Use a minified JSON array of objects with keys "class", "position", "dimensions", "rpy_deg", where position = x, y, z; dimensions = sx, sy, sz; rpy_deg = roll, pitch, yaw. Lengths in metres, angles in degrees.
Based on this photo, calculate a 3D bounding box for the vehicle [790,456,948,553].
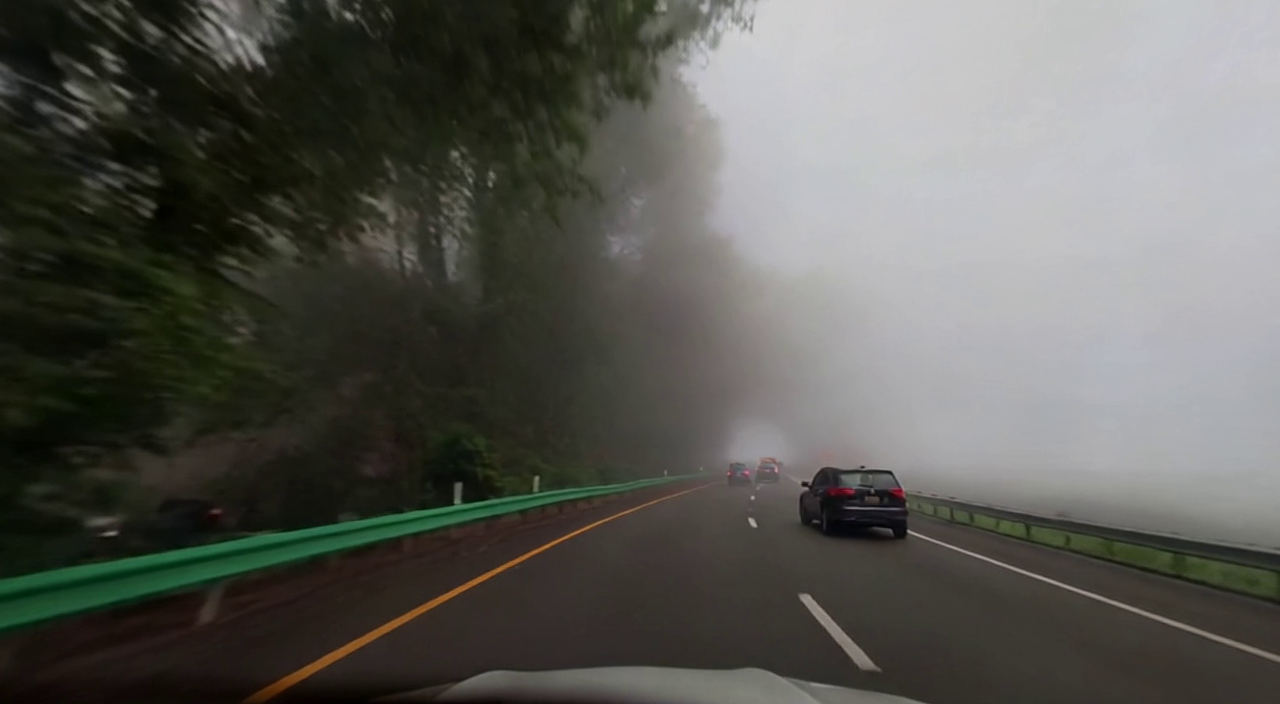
[{"class":"vehicle","position":[4.415,2.995,12.916],"dimensions":[2.023,1.593,4.105],"rpy_deg":[0,-11,6]}]
